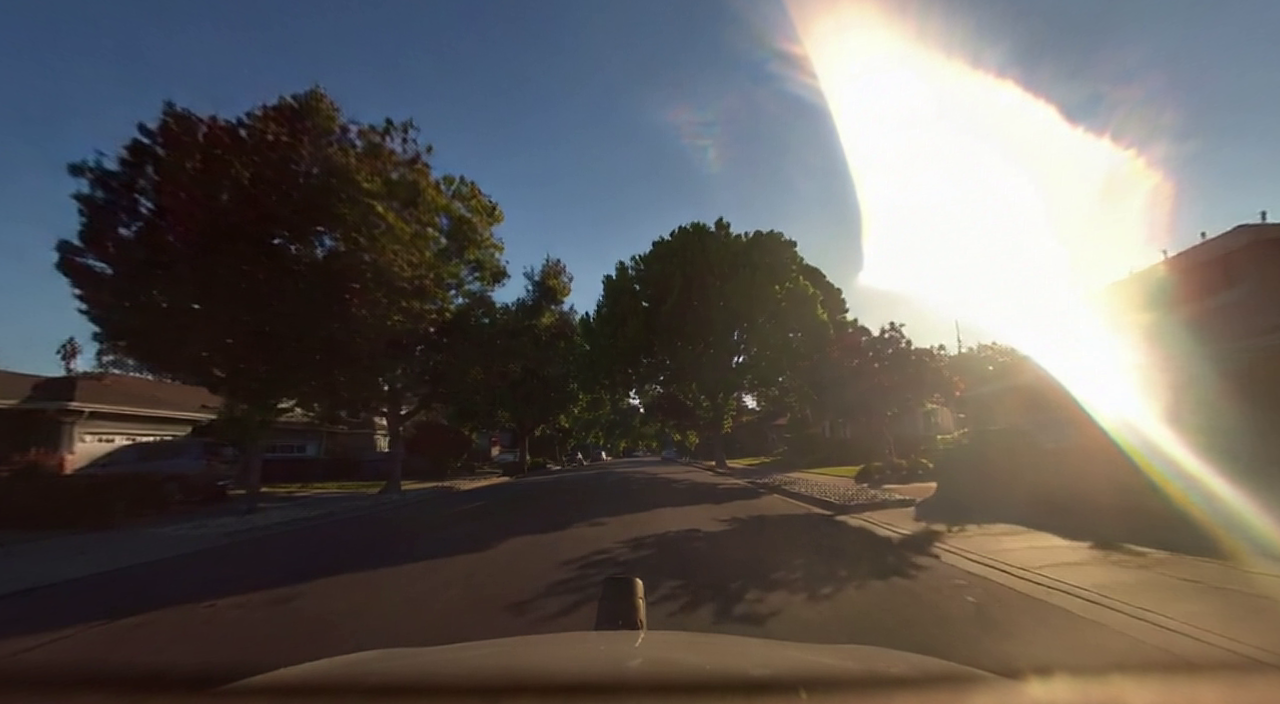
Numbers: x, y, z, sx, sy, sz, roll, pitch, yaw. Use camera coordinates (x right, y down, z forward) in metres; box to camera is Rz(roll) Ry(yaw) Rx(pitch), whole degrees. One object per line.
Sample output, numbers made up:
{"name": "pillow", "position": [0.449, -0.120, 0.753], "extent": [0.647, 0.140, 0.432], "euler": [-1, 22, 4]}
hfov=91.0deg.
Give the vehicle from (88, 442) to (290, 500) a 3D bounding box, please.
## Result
{"name": "vehicle", "position": [-13.869, 3.671, 19.569], "extent": [4.850, 1.676, 1.920], "euler": [-1, -9, 3]}
